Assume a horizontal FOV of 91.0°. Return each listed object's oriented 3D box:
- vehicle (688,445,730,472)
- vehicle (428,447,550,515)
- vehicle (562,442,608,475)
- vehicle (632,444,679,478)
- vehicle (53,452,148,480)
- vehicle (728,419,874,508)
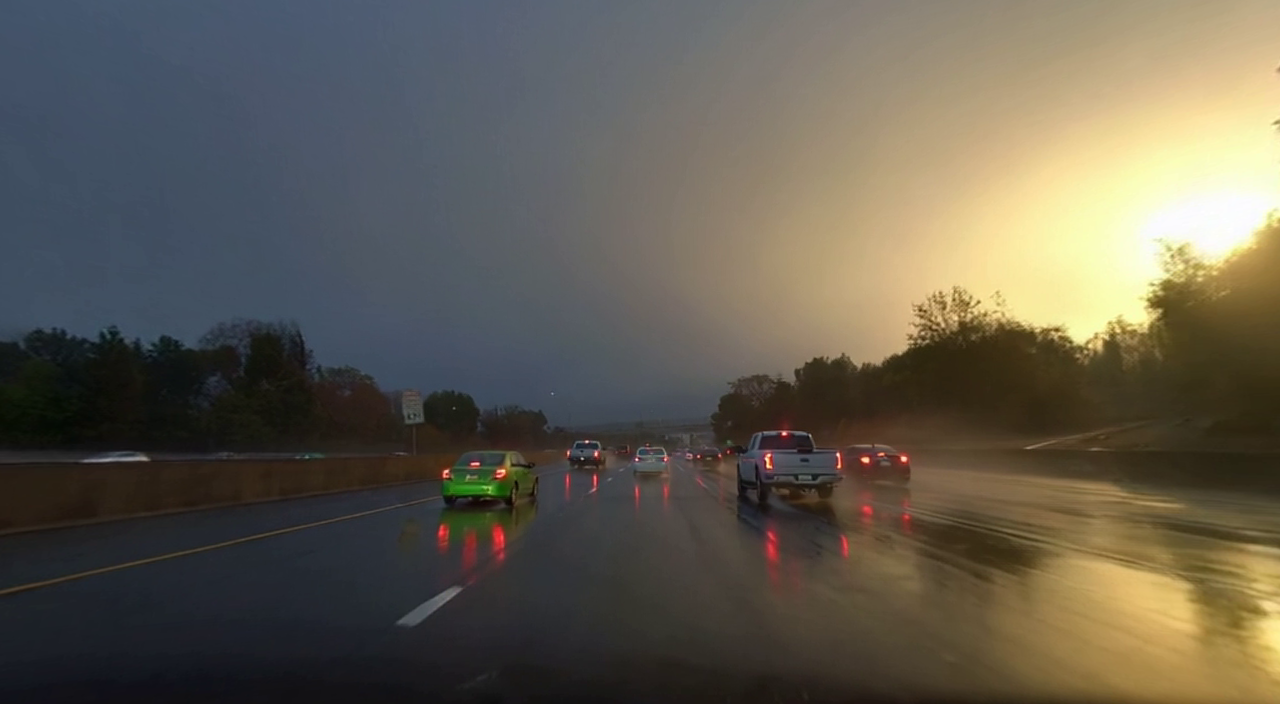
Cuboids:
[{"bbox_3d":[4.413,6.875,40.936,2.145,1.636,4.437,0,-9,-1],"label":"vehicle"},{"bbox_3d":[-3.586,3.120,15.809,1.947,1.424,4.264,0,-9,1],"label":"vehicle"},{"bbox_3d":[-3.144,6.189,36.844,2.176,1.783,4.799,0,-9,1],"label":"vehicle"},{"bbox_3d":[0.727,5.347,31.171,2.147,1.572,4.094,0,-9,0],"label":"vehicle"},{"bbox_3d":[-34.139,7.224,40.069,1.899,1.593,4.669,0,-9,0],"label":"vehicle"},{"bbox_3d":[3.933,2.876,16.682,2.340,1.925,5.529,0,-9,-1],"label":"vehicle"}]
